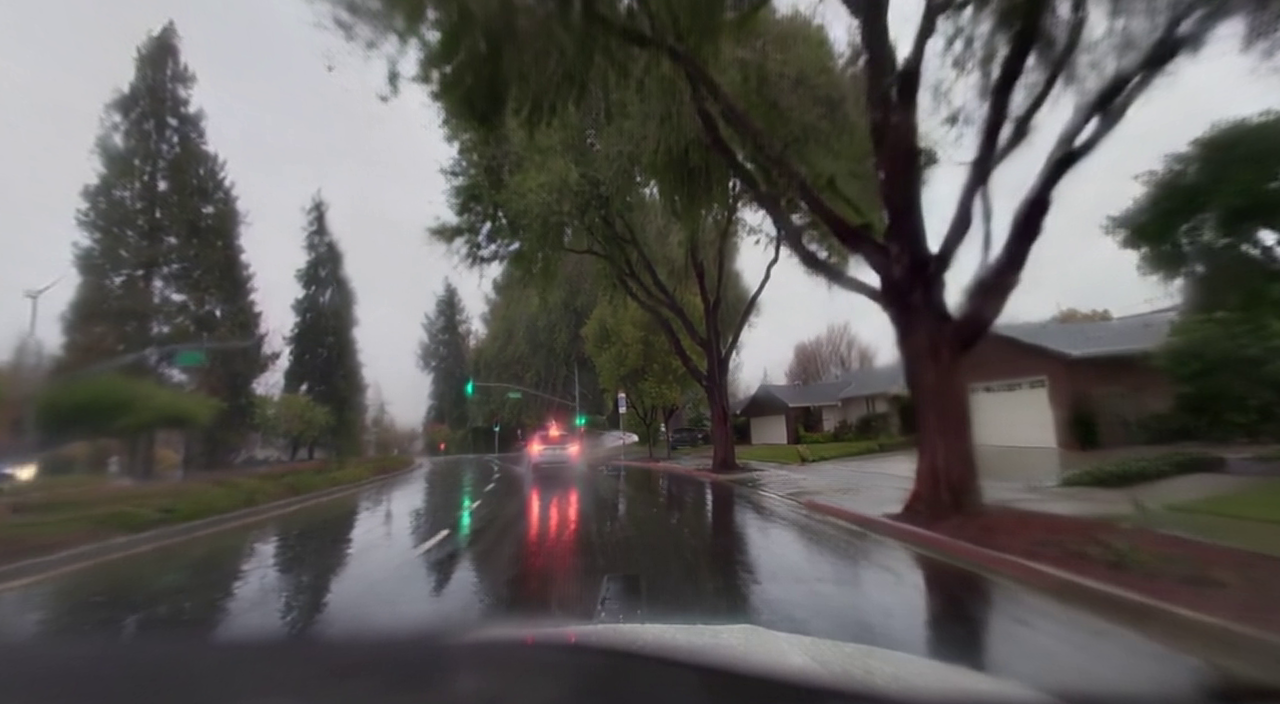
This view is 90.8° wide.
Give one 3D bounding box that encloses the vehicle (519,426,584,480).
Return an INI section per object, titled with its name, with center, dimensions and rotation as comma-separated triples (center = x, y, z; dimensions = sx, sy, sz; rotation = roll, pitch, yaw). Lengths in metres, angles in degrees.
[vehicle]
center = -3.250, 3.570, 22.565
dimensions = 1.990, 1.707, 4.225
rotation = 1, -9, -11
